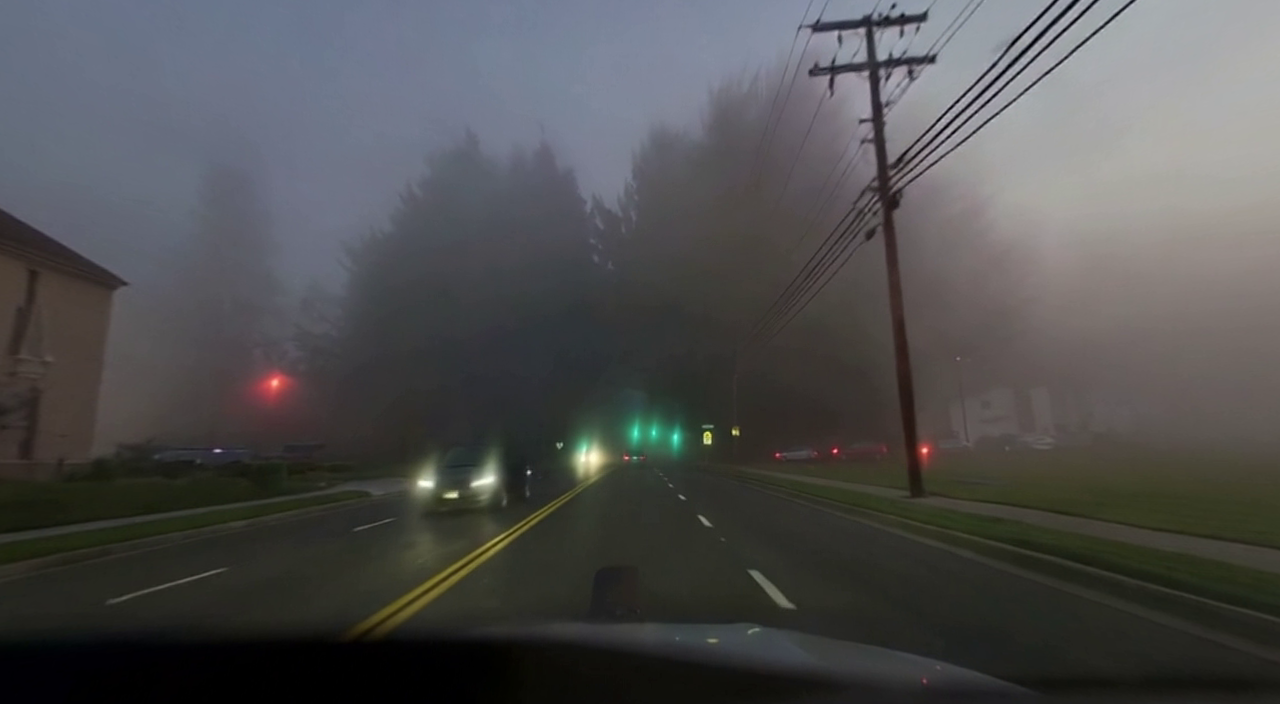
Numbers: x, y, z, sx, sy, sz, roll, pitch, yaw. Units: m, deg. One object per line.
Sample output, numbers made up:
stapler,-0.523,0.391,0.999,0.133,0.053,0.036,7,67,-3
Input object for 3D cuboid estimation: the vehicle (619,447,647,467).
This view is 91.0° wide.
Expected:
vehicle,-0.544,8.059,48.447,2.093,1.497,4.010,0,-8,-1

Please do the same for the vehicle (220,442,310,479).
vehicle,-20.040,5.752,33.594,4.611,1.837,2.140,-5,-10,32

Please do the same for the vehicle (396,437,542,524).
vehicle,-3.601,2.782,14.236,2.017,1.634,4.479,0,-8,0
